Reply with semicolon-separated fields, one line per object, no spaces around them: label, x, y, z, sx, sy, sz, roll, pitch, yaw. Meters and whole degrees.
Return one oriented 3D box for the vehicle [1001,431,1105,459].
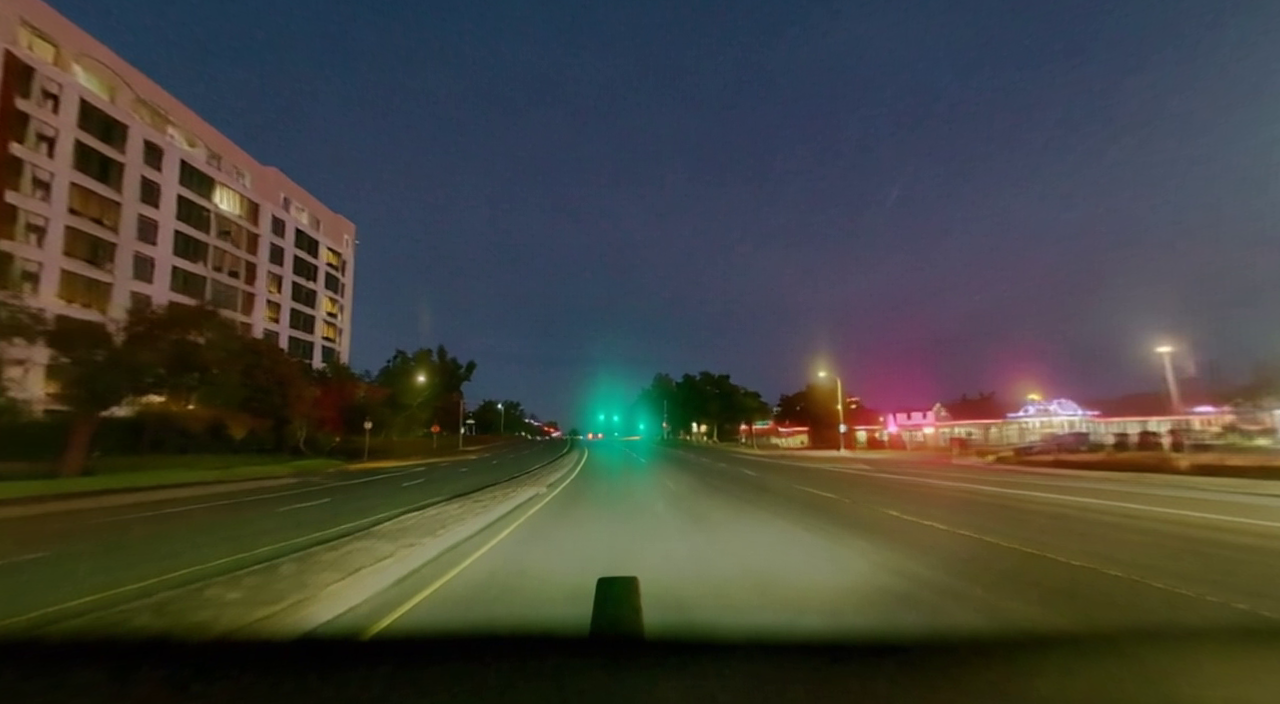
vehicle;27.041;6.118;41.505;5.365;1.726;2.032;-1;-8;-1
